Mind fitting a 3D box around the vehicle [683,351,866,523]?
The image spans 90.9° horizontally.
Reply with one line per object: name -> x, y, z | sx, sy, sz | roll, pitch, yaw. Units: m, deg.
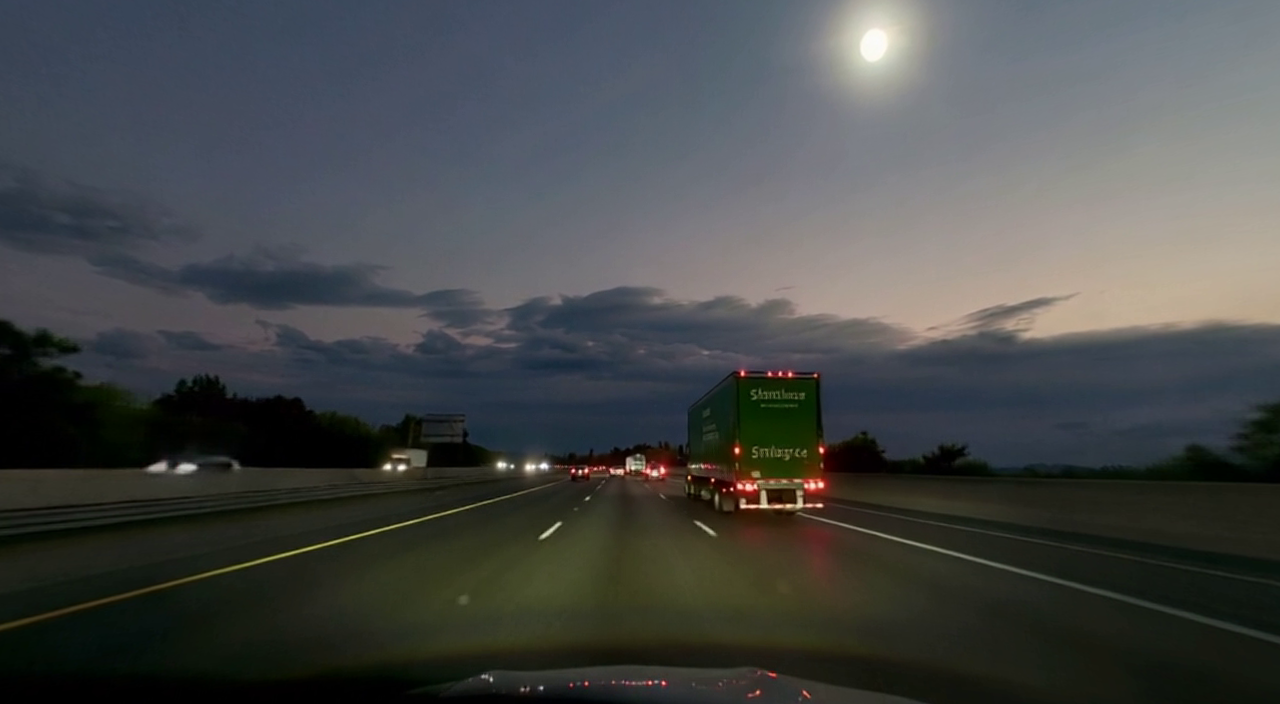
vehicle -> 3.871, 3.398, 22.952 | 2.992, 4.300, 13.967 | 1, -11, -2

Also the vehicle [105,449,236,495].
vehicle -> -17.132, 4.420, 23.258 | 1.882, 1.505, 3.868 | 1, -11, -2

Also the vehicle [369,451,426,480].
vehicle -> -18.012, 8.490, 47.097 | 2.079, 1.951, 6.068 | 1, -11, -3
